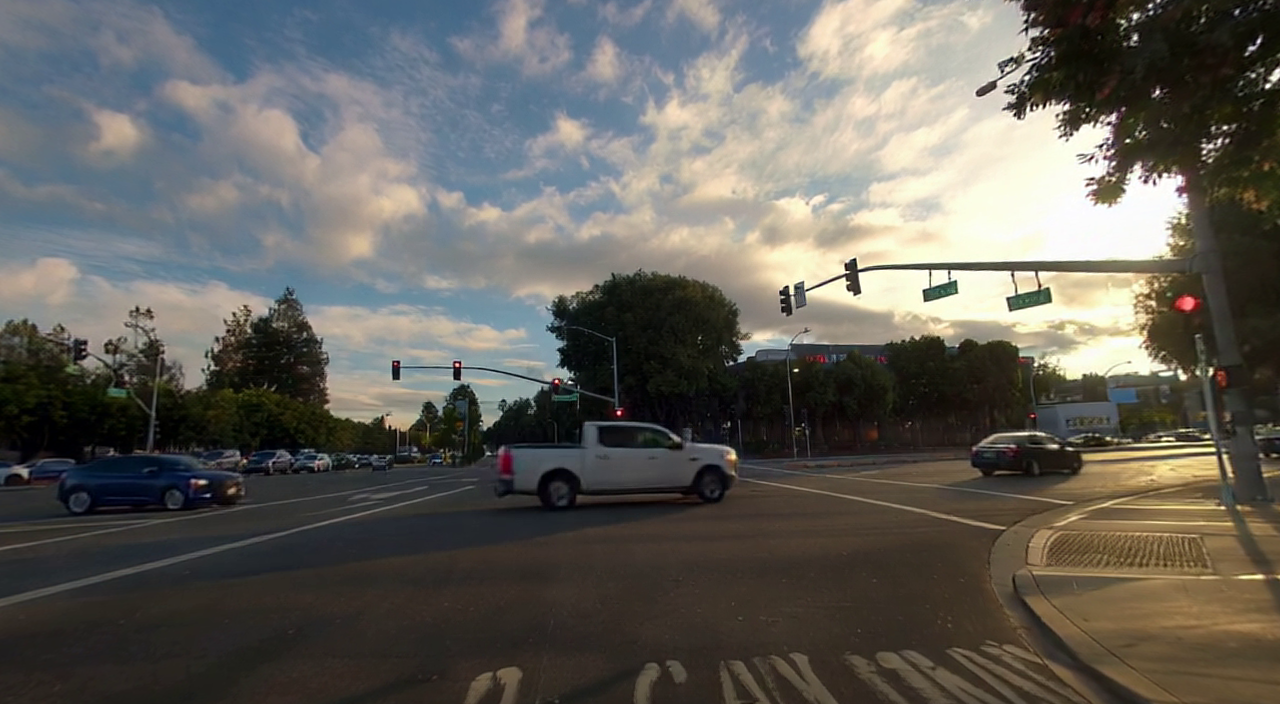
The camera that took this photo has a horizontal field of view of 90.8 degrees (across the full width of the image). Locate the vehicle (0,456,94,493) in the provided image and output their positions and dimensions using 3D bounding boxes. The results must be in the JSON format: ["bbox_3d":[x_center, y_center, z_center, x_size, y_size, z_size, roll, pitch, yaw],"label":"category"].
[{"bbox_3d":[-31.179,6.262,32.640,2.142,1.723,4.692,1,-9,-9],"label":"vehicle"}]

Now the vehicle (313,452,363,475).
[{"bbox_3d":[-22.728,8.363,47.698,2.020,1.615,4.656,1,-9,-8],"label":"vehicle"}]

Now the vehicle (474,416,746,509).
[{"bbox_3d":[-0.722,2.553,14.950,5.896,1.937,2.358,1,-9,-8],"label":"vehicle"}]

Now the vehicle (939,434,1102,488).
[{"bbox_3d":[11.617,3.270,19.250,4.728,1.471,1.957,4,-10,-28],"label":"vehicle"}]

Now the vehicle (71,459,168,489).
[{"bbox_3d":[-28.375,6.625,34.664,1.965,1.448,4.553,1,-9,-9],"label":"vehicle"}]

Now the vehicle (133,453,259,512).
[{"bbox_3d":[-13.120,3.728,18.555,4.702,1.468,1.999,-8,-12,43],"label":"vehicle"}]

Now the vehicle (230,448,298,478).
[{"bbox_3d":[-26.317,7.767,44.467,2.213,1.956,5.254,1,-9,-8],"label":"vehicle"}]
